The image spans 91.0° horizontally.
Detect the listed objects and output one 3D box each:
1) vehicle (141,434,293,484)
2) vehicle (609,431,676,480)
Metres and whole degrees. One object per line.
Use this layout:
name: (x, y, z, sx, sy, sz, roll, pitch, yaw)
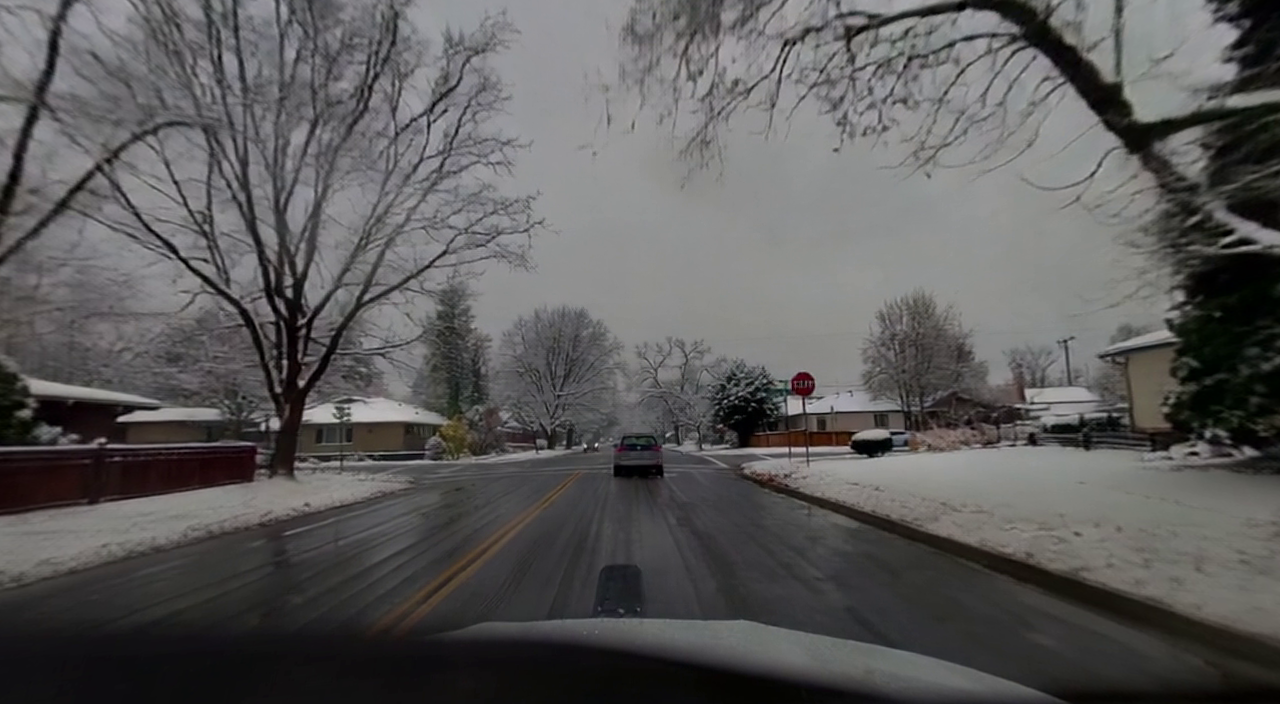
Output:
vehicle: (-20.835, 5.299, 31.232, 5.796, 1.946, 2.391, -4, -10, -3)
vehicle: (0.004, 3.474, 21.312, 2.043, 1.484, 4.340, 0, -8, -2)
